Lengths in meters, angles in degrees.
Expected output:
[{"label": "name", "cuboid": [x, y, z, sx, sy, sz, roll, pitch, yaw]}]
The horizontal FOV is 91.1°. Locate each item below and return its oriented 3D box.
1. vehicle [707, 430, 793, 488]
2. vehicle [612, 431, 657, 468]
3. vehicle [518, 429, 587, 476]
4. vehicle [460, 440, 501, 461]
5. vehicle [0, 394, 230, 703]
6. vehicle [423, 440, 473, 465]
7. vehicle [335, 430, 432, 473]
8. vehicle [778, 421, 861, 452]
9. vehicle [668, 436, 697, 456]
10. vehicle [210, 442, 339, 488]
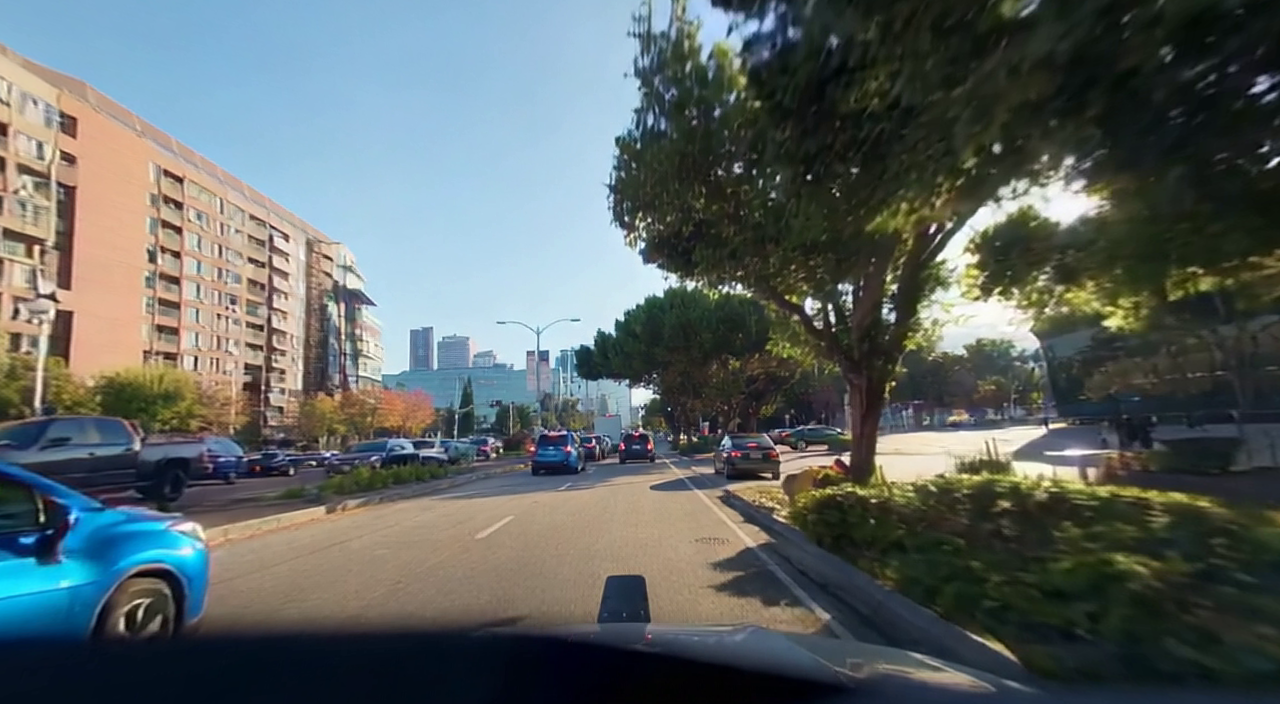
[{"label": "vehicle", "cuboid": [3.172, 3.172, 18.924, 1.847, 1.554, 3.885, 0, -8, 0]}, {"label": "vehicle", "cuboid": [-0.231, 4.743, 30.616, 2.022, 1.700, 4.084, 0, -8, 1]}, {"label": "vehicle", "cuboid": [-3.438, 4.056, 25.505, 2.047, 1.710, 4.314, 0, -8, 2]}, {"label": "vehicle", "cuboid": [-12.184, 7.517, 48.232, 1.924, 1.511, 4.640, 0, -8, 0]}, {"label": "vehicle", "cuboid": [-3.333, 0.743, 1.176, 2.094, 1.483, 4.510, 0, -8, 0]}, {"label": "vehicle", "cuboid": [-12.353, 6.474, 40.679, 1.843, 1.509, 4.301, 0, -8, 1]}, {"label": "vehicle", "cuboid": [-12.226, 4.808, 30.497, 2.245, 1.908, 5.613, 0, -8, 1]}, {"label": "vehicle", "cuboid": [12.228, 5.838, 42.985, 4.991, 1.978, 2.090, -8, -12, 43]}, {"label": "vehicle", "cuboid": [3.229, 7.179, 48.045, 1.948, 1.475, 4.093, 0, -8, 0]}, {"label": "vehicle", "cuboid": [-12.550, 3.877, 21.939, 1.824, 1.447, 4.442, 0, -8, 0]}]
